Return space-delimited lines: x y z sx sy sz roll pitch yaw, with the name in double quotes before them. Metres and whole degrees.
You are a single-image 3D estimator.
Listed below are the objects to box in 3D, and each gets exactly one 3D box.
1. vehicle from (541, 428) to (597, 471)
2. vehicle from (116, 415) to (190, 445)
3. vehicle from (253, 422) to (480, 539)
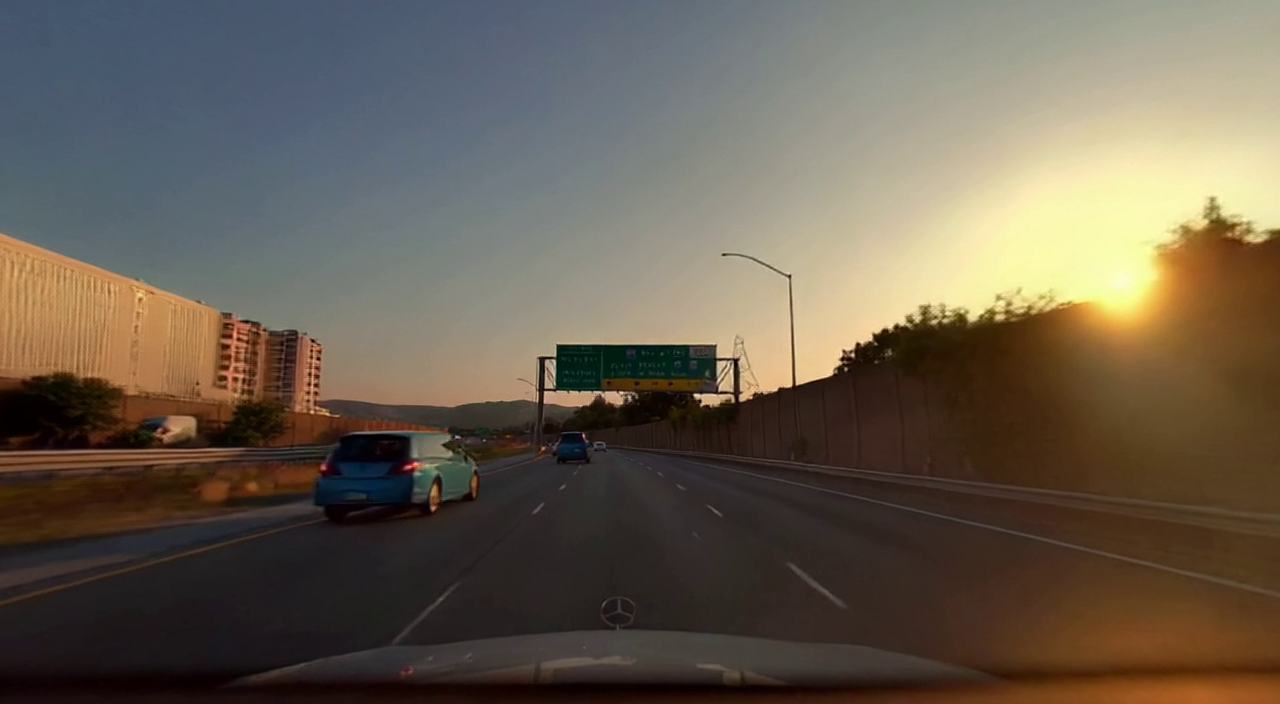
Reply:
"vehicle" -3.417 4.790 31.147 2.260 1.901 4.665 -1 -8 -1
"vehicle" -37.845 6.036 49.046 2.103 2.009 4.997 6 -7 -7
"vehicle" -4.247 2.045 10.670 2.045 1.547 4.162 0 -8 -1
